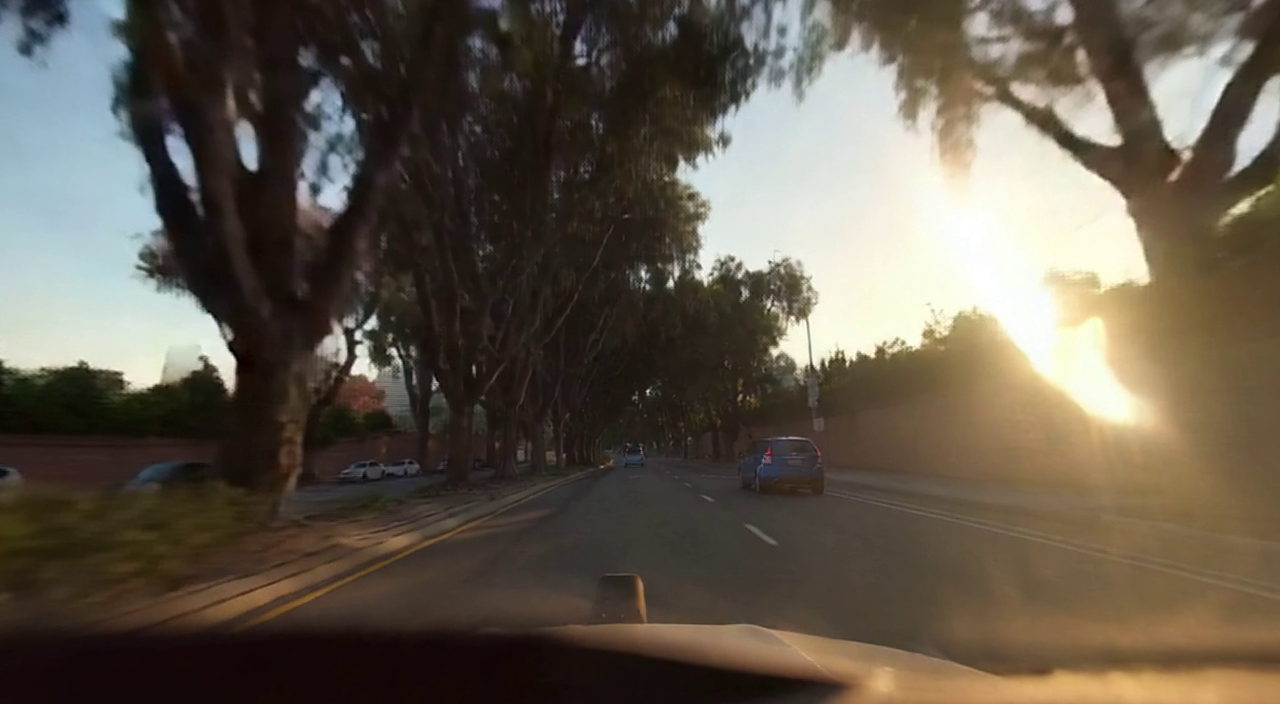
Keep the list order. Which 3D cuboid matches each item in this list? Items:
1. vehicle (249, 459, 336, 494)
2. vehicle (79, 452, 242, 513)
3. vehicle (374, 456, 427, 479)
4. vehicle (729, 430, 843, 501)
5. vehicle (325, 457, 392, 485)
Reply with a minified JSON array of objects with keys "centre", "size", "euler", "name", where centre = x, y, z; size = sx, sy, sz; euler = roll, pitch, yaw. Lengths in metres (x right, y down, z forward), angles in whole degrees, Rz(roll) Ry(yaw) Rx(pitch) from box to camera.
[{"centre":[-17.135,6.120,31.394],"size":[1.933,1.494,4.259],"euler":[-1,-8,-1],"name":"vehicle"},{"centre":[-17.499,4.724,23.499],"size":[2.352,1.857,4.893],"euler":[-4,-9,-2],"name":"vehicle"},{"centre":[-17.669,8.527,46.889],"size":[2.071,1.489,4.724],"euler":[-1,-8,0],"name":"vehicle"},{"centre":[4.049,3.223,18.376],"size":[2.155,1.752,4.456],"euler":[0,-8,-1],"name":"vehicle"},{"centre":[-17.479,7.379,39.472],"size":[2.099,1.558,4.533],"euler":[-1,-8,0],"name":"vehicle"}]
